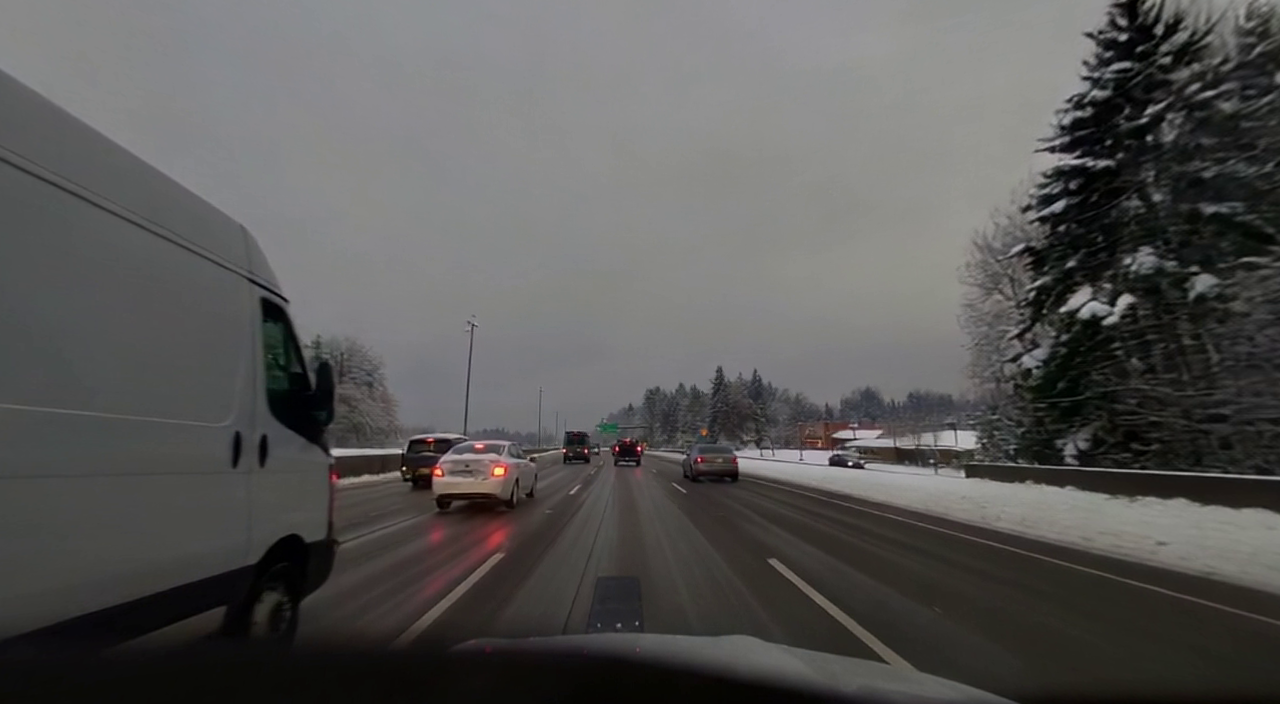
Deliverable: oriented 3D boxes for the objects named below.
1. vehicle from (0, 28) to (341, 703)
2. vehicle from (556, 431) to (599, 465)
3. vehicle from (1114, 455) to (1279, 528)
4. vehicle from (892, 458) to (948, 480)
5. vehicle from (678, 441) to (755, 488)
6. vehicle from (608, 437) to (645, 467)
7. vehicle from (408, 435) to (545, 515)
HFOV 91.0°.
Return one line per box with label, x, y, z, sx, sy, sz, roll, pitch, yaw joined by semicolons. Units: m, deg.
vehicle;-3.116;0.162;0.889;2.383;2.543;5.904;0;-9;1
vehicle;-4.340;6.798;44.578;2.504;2.276;5.933;0;-9;-1
vehicle;14.164;3.265;15.258;1.846;1.471;4.423;1;-9;-1
vehicle;20.259;8.482;45.803;1.896;1.474;4.502;0;-9;-2
vehicle;2.654;4.047;22.996;2.127;1.513;4.501;0;-9;-2
vehicle;-0.865;6.437;40.453;2.207;1.807;4.199;0;-9;-1
vehicle;-3.470;2.694;14.258;1.963;1.507;4.172;0;-9;0
